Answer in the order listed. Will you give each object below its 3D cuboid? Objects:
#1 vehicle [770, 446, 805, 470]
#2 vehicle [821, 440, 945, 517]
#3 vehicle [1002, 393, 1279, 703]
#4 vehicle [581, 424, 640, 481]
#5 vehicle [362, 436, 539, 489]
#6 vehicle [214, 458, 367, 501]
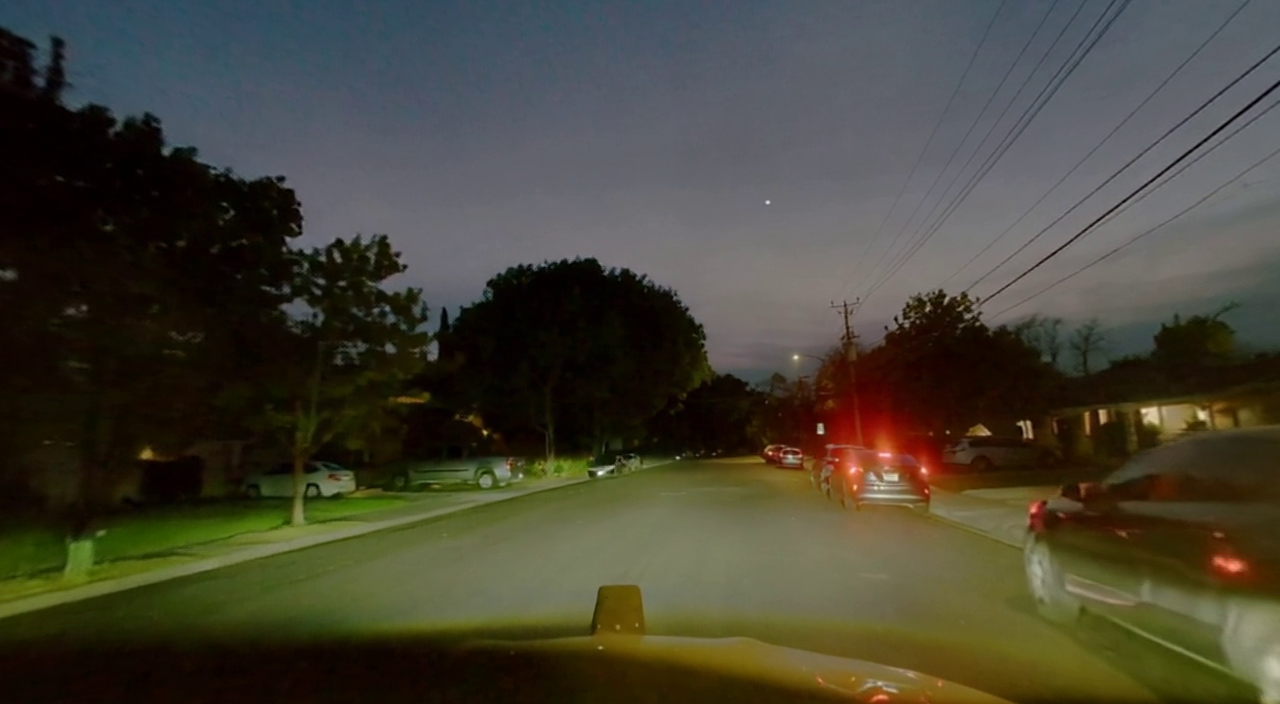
[{"bbox_3d":[9.472,6.810,40.740,1.743,1.440,3.732,-1,-9,7],"label":"vehicle"},{"bbox_3d":[5.233,2.735,14.133,1.845,1.453,3.792,-2,-9,10],"label":"vehicle"},{"bbox_3d":[3.623,1.094,3.360,1.908,1.572,3.105,-2,-9,10],"label":"vehicle"},{"bbox_3d":[-1.541,5.638,35.655,2.199,2.902,5.848,-2,-9,9],"label":"vehicle"},{"bbox_3d":[-7.661,4.496,25.908,6.488,2.009,2.354,-2,-9,9],"label":"vehicle"},{"bbox_3d":[-12.340,4.505,22.460,4.481,1.420,1.712,-1,-9,6],"label":"vehicle"}]
